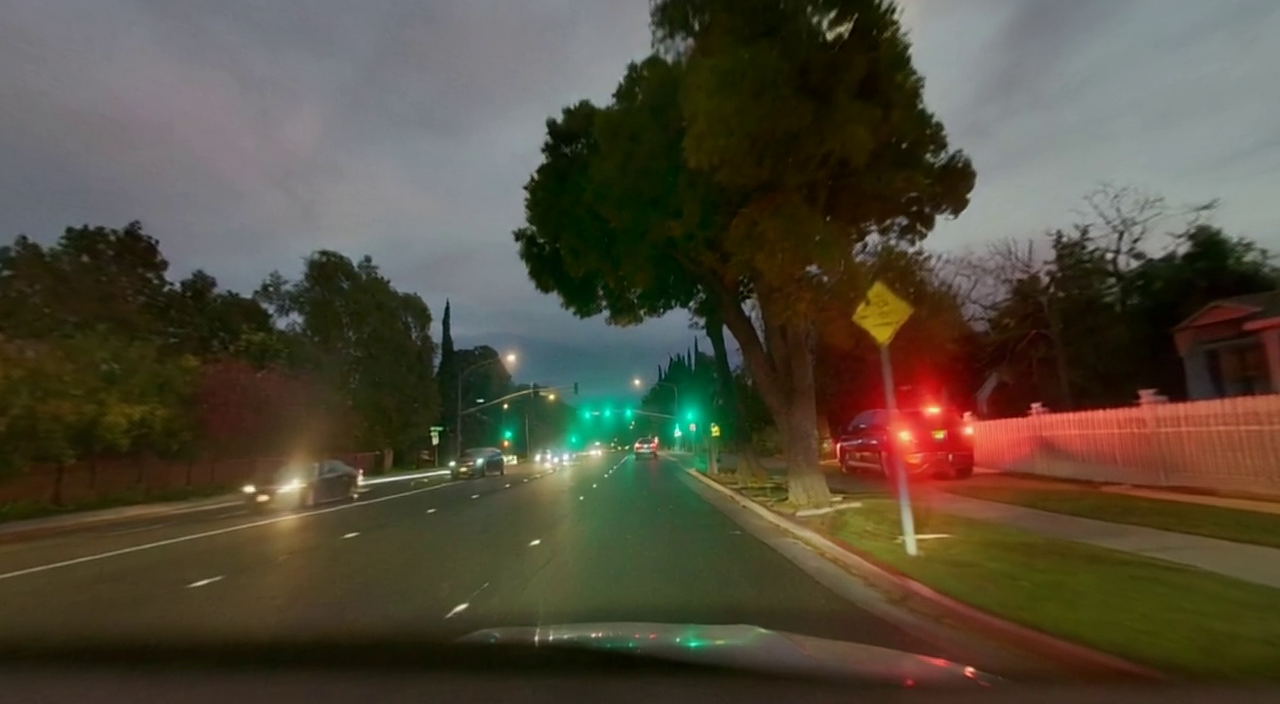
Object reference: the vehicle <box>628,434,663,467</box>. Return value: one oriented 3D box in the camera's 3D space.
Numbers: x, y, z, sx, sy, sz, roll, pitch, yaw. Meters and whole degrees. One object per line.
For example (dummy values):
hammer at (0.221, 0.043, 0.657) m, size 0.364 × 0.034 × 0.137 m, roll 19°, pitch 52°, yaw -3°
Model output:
vehicle at (0.339, 6.112, 39.191) m, size 2.059 × 1.908 × 4.714 m, roll 0°, pitch -8°, yaw 0°

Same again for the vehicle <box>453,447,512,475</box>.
vehicle at (-10.269, 7.132, 41.488) m, size 2.297 × 1.566 × 4.908 m, roll -3°, pitch -9°, yaw 5°

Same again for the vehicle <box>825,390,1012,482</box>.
vehicle at (7.944, 2.592, 19.104) m, size 2.531 × 2.263 × 6.802 m, roll 0°, pitch -9°, yaw 0°

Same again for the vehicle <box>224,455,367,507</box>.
vehicle at (-11.803, 4.416, 22.062) m, size 2.176 × 1.528 × 4.750 m, roll -1°, pitch -8°, yaw 3°
